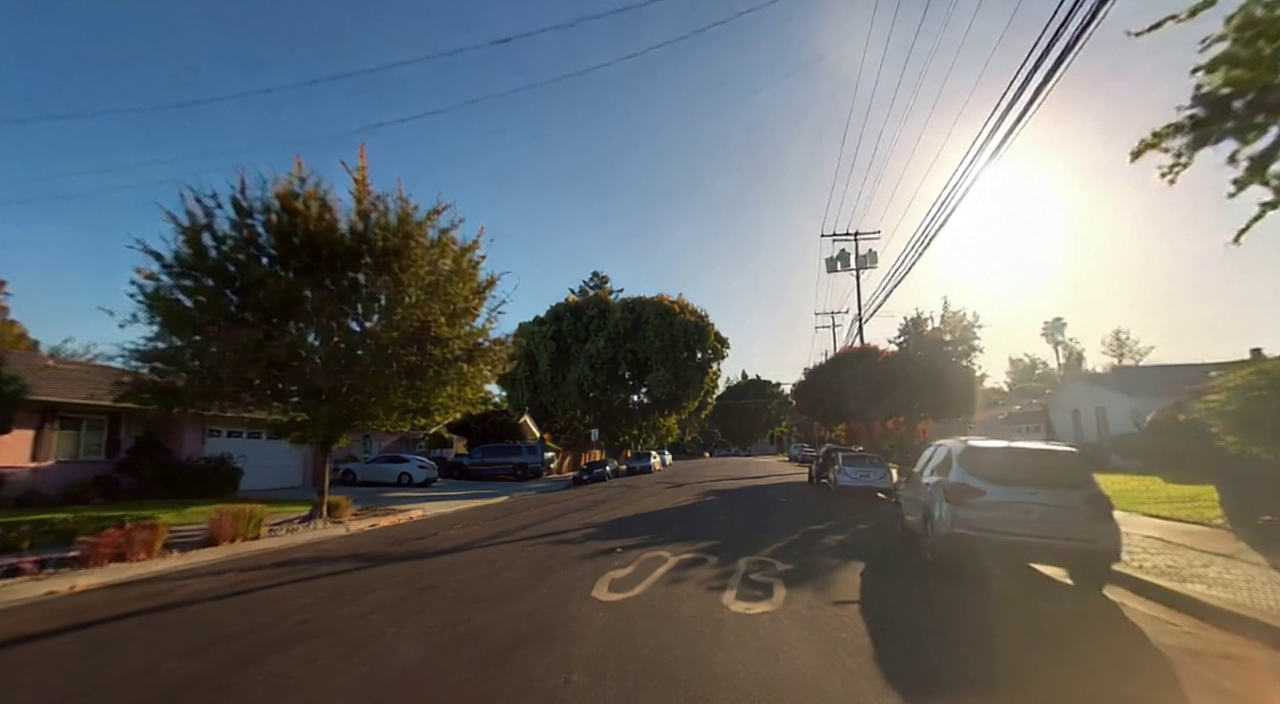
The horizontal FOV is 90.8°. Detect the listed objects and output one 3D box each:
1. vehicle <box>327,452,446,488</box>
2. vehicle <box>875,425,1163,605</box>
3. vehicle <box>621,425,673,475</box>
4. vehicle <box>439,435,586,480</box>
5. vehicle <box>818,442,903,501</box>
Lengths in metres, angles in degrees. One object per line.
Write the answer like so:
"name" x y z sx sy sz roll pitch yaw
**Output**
"vehicle" -10.913 5.060 27.320 4.481 1.420 1.712 -1 -9 9
"vehicle" 4.008 1.701 7.371 1.908 1.572 3.105 -2 -9 13
"vehicle" 0.548 6.153 39.930 2.199 2.902 5.848 -2 -9 12
"vehicle" -6.072 5.038 30.520 6.488 2.009 2.354 -2 -9 12
"vehicle" 6.170 3.339 18.071 1.845 1.453 3.792 -2 -9 13
